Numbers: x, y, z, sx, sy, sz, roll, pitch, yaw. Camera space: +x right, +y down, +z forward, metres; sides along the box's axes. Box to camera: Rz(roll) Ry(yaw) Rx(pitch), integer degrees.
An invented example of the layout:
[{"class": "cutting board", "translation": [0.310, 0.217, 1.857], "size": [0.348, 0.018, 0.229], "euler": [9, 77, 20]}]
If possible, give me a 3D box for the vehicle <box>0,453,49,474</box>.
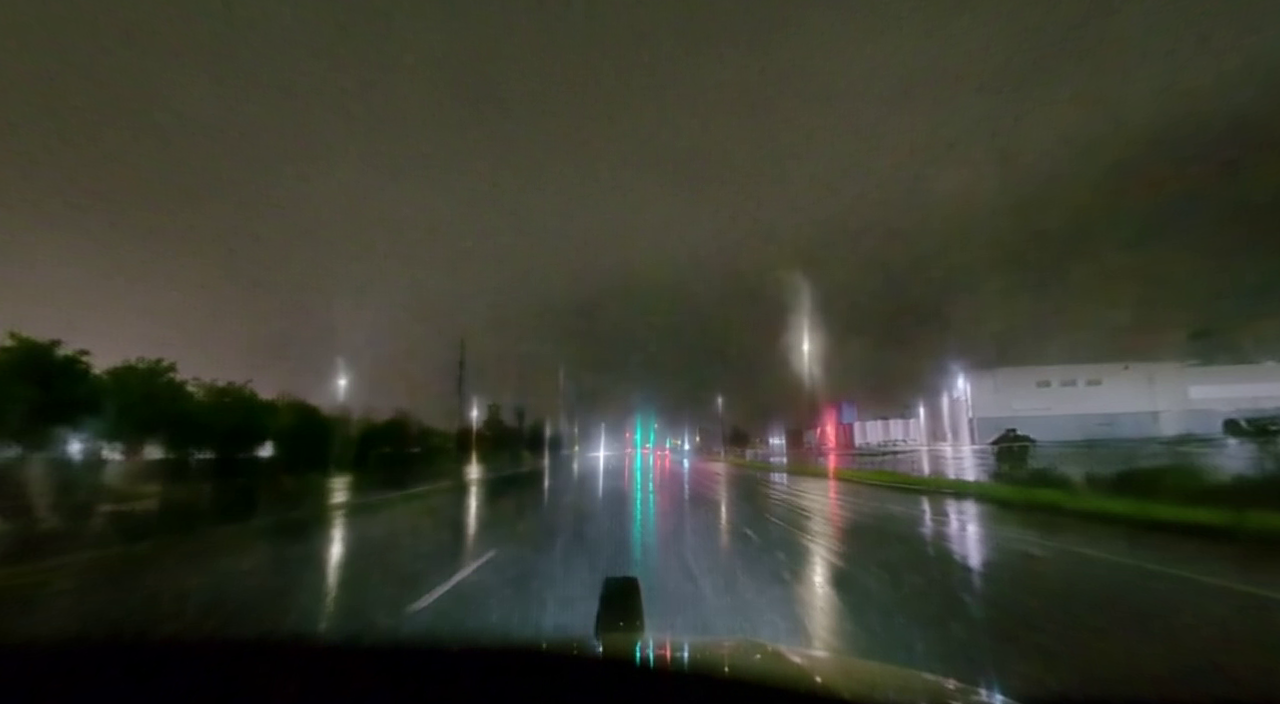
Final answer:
[{"class": "vehicle", "translation": [-50.101, 8.751, 49.596], "size": [5.134, 1.600, 2.161], "euler": [-1, -9, 1]}]
